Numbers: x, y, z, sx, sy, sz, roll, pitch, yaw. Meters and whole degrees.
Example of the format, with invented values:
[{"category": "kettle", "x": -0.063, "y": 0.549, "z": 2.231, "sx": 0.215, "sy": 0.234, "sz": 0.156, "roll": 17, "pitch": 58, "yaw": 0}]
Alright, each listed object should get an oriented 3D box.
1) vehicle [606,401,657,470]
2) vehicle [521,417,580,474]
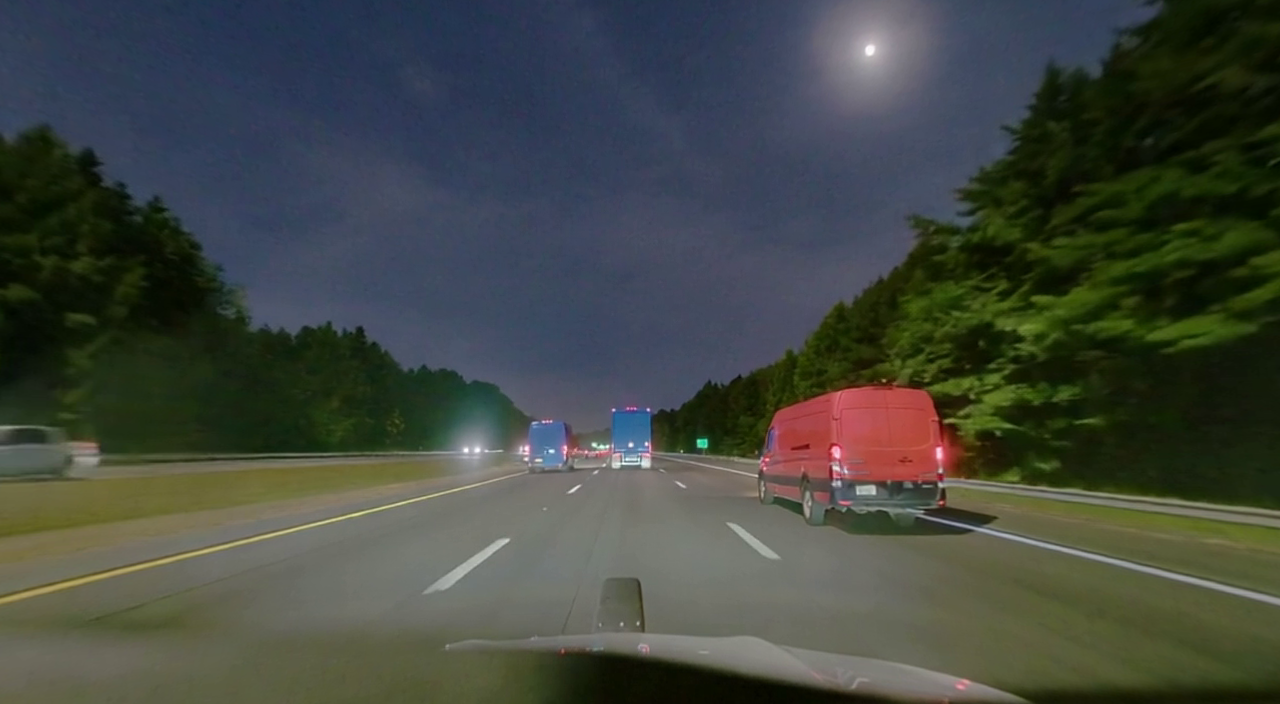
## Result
[{"category": "vehicle", "x": -0.581, "y": 5.722, "z": 42.480, "sx": 2.995, "sy": 4.036, "sz": 10.311, "roll": 0, "pitch": -9, "yaw": -1}, {"category": "vehicle", "x": -4.712, "y": 5.110, "z": 34.322, "sx": 2.357, "sy": 2.786, "sz": 6.144, "roll": 0, "pitch": -9, "yaw": -1}]
